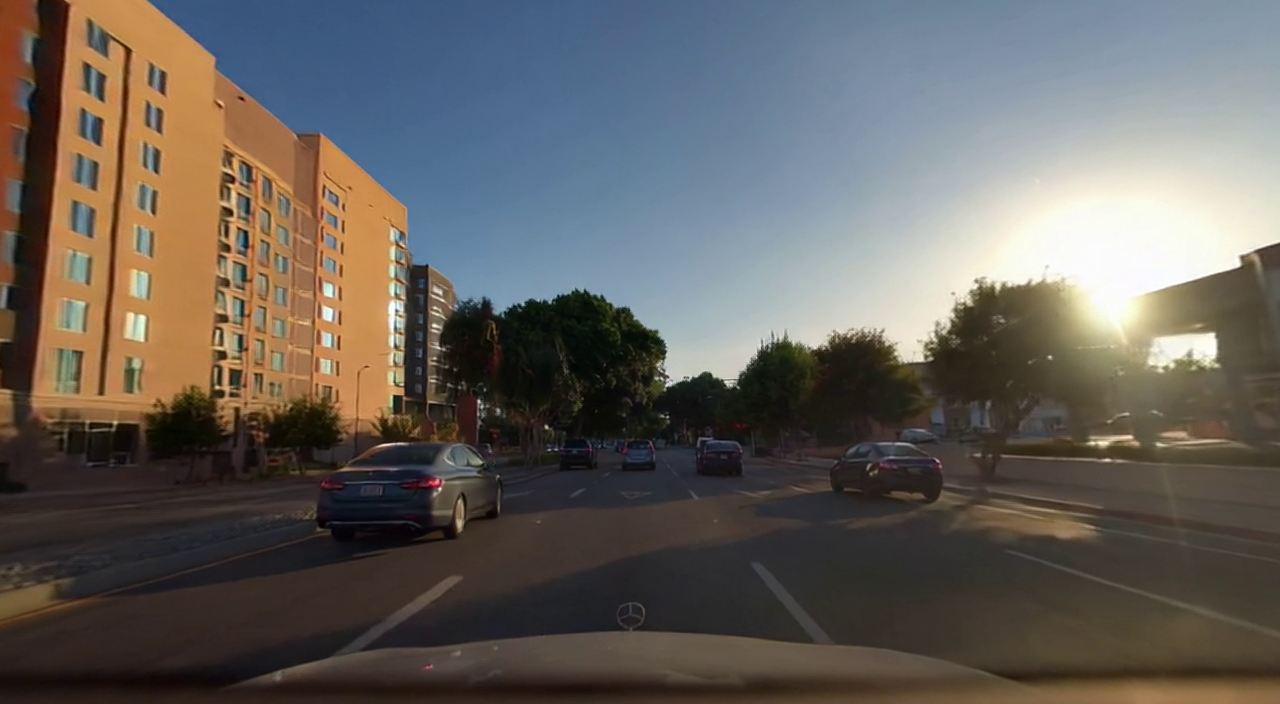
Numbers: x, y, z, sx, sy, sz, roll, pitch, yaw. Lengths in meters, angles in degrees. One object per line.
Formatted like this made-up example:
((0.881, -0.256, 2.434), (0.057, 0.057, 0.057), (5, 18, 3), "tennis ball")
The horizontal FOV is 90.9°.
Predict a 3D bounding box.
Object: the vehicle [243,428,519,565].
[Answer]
((-3.278, 1.919, 9.175), (2.095, 1.486, 4.411), (0, -8, 1), "vehicle")

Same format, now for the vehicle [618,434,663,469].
((0.031, 5.550, 35.197), (2.304, 1.795, 4.526), (0, -8, 0), "vehicle")

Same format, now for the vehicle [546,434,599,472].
((-3.344, 5.143, 32.227), (2.117, 1.799, 4.442), (0, -8, 1), "vehicle")

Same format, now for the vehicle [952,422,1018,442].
((26.216, 6.105, 47.890), (4.674, 1.489, 2.008), (4, -9, -26), "vehicle")

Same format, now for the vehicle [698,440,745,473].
((3.839, 5.022, 30.455), (1.884, 1.458, 4.245), (-1, -8, 2), "vehicle")

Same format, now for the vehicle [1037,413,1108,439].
((26.527, 4.576, 38.619), (4.617, 1.459, 1.819), (5, -10, -32), "vehicle")

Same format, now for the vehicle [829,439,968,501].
((6.899, 3.179, 17.435), (1.865, 1.458, 4.605), (0, -8, 0), "vehicle")
